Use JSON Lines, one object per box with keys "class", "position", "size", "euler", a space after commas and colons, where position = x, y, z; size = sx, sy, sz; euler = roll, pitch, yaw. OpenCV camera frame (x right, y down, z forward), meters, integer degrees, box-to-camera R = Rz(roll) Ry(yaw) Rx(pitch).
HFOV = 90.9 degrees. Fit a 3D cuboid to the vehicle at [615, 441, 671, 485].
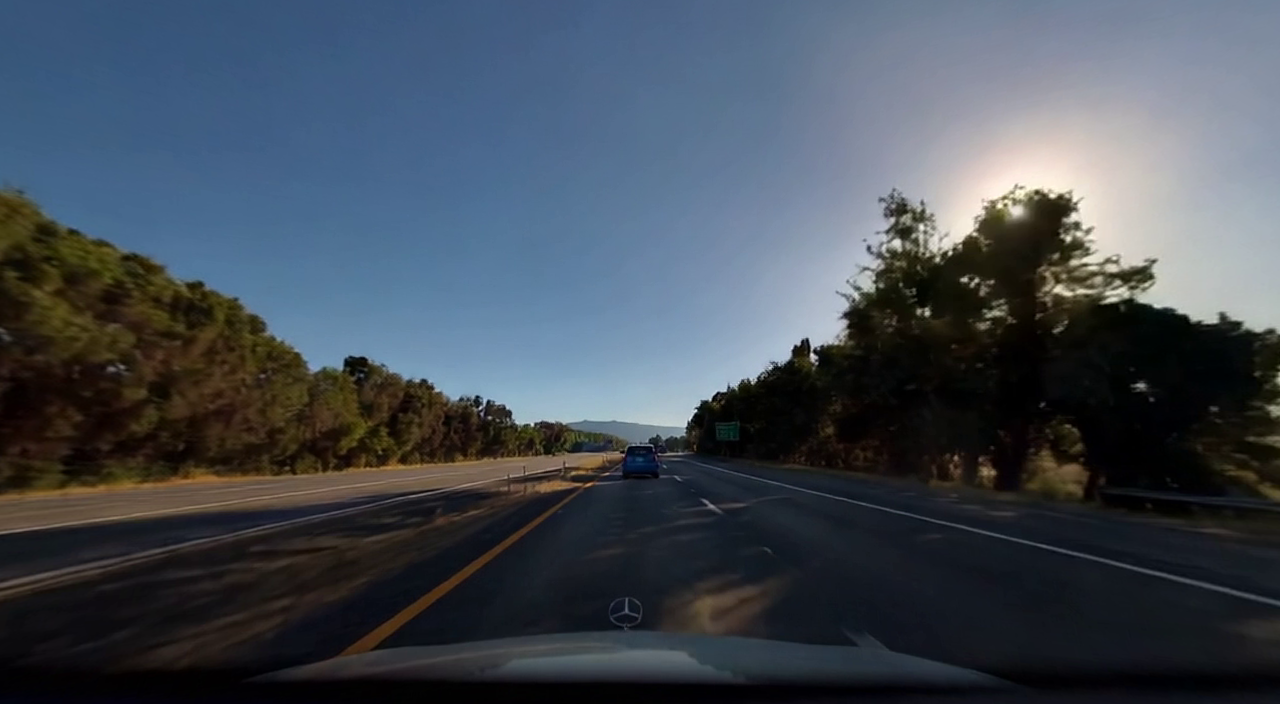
{"class": "vehicle", "position": [0.147, 4.680, 26.825], "size": [2.190, 1.706, 4.062], "euler": [0, -9, 1]}
